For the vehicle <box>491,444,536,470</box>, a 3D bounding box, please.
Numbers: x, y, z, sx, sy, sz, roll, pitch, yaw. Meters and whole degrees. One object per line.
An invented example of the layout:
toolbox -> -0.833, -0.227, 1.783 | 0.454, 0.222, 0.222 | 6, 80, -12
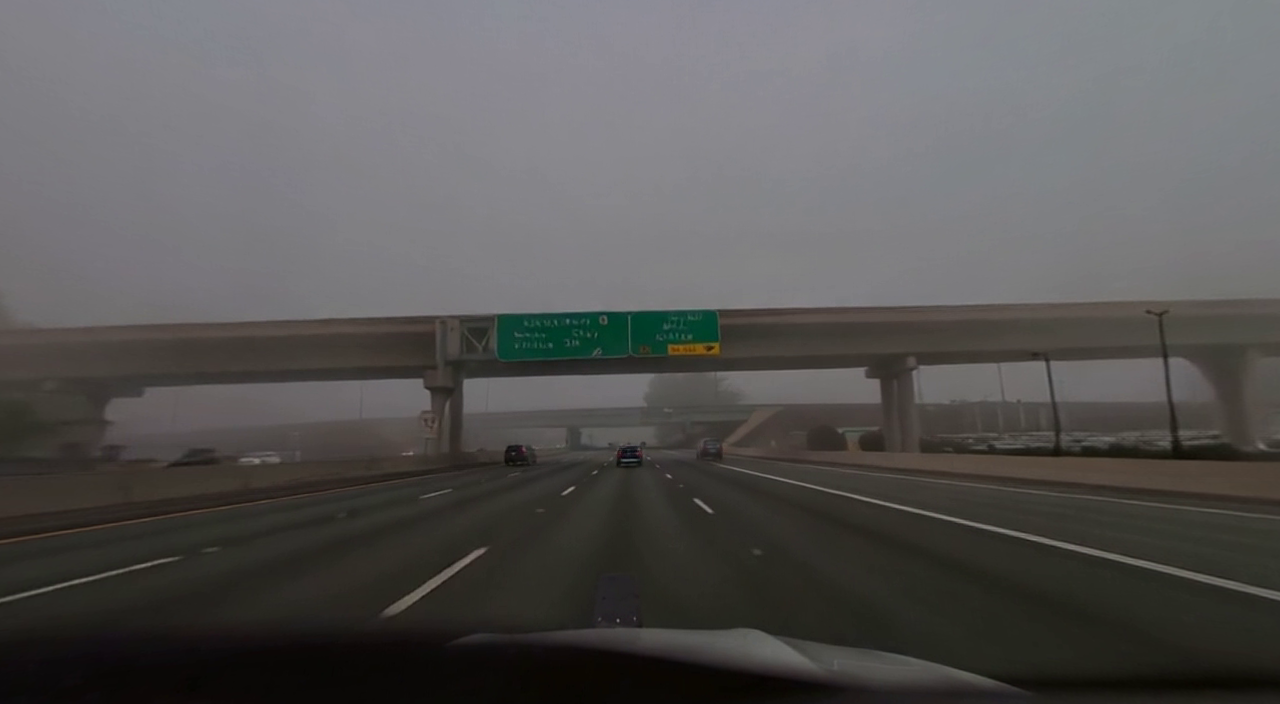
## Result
vehicle -> -8.011, 6.665, 40.402 | 1.957, 1.554, 4.350 | 0, -8, -1

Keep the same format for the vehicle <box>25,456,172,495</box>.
vehicle -> -20.327, 4.633, 24.001 | 1.808, 1.203, 4.334 | 0, -8, -1

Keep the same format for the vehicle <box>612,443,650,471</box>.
vehicle -> -0.548, 5.848, 35.477 | 2.012, 1.471, 4.059 | 0, -8, -2
